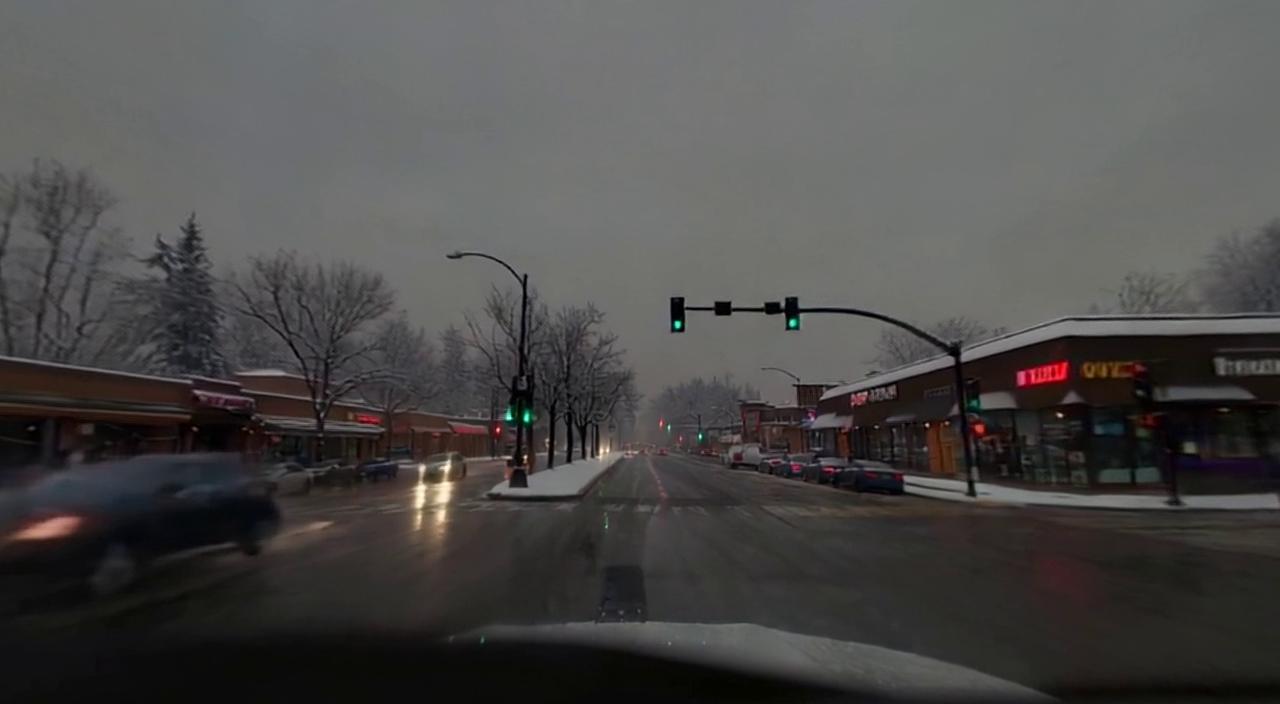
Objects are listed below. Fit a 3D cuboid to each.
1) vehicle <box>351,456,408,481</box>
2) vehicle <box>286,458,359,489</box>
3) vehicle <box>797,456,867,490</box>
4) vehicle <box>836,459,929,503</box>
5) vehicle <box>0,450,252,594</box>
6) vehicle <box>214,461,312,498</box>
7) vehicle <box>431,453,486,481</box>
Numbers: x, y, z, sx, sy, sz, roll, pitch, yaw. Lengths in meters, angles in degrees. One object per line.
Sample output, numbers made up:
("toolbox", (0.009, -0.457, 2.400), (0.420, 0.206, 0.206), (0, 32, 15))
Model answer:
("vehicle", (-17.922, 7.989, 43.641), (1.951, 1.524, 4.409), (0, -8, 1))
("vehicle", (-18.177, 6.935, 36.379), (1.756, 1.525, 4.355), (0, -8, 3))
("vehicle", (9.716, 6.149, 32.444), (1.913, 1.492, 4.787), (0, -8, -2))
("vehicle", (9.683, 5.166, 25.694), (1.948, 1.483, 4.645), (0, -8, 0))
("vehicle", (-8.214, 2.235, 9.216), (2.225, 1.532, 4.486), (0, -8, 0))
("vehicle", (-18.105, 6.107, 30.653), (1.858, 1.493, 4.721), (0, -8, -1))
("vehicle", (-10.999, 6.989, 38.617), (1.943, 1.501, 4.626), (0, -8, 1))
